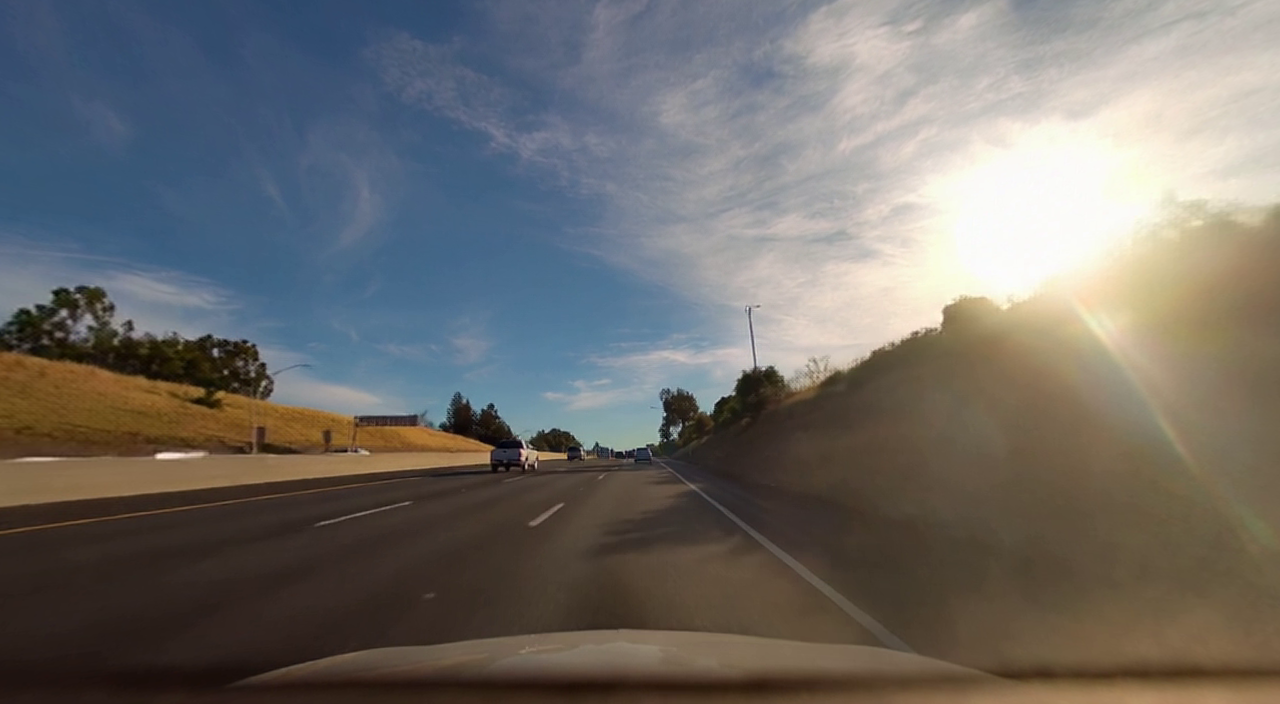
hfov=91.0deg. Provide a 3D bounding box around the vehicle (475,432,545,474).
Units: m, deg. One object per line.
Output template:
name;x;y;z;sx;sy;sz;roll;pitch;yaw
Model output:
vehicle;-6.679;5.270;33.095;2.438;1.967;5.596;0;-9;0

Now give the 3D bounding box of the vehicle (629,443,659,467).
vehicle;0.298;7.743;47.493;2.141;1.706;4.065;0;-9;0
